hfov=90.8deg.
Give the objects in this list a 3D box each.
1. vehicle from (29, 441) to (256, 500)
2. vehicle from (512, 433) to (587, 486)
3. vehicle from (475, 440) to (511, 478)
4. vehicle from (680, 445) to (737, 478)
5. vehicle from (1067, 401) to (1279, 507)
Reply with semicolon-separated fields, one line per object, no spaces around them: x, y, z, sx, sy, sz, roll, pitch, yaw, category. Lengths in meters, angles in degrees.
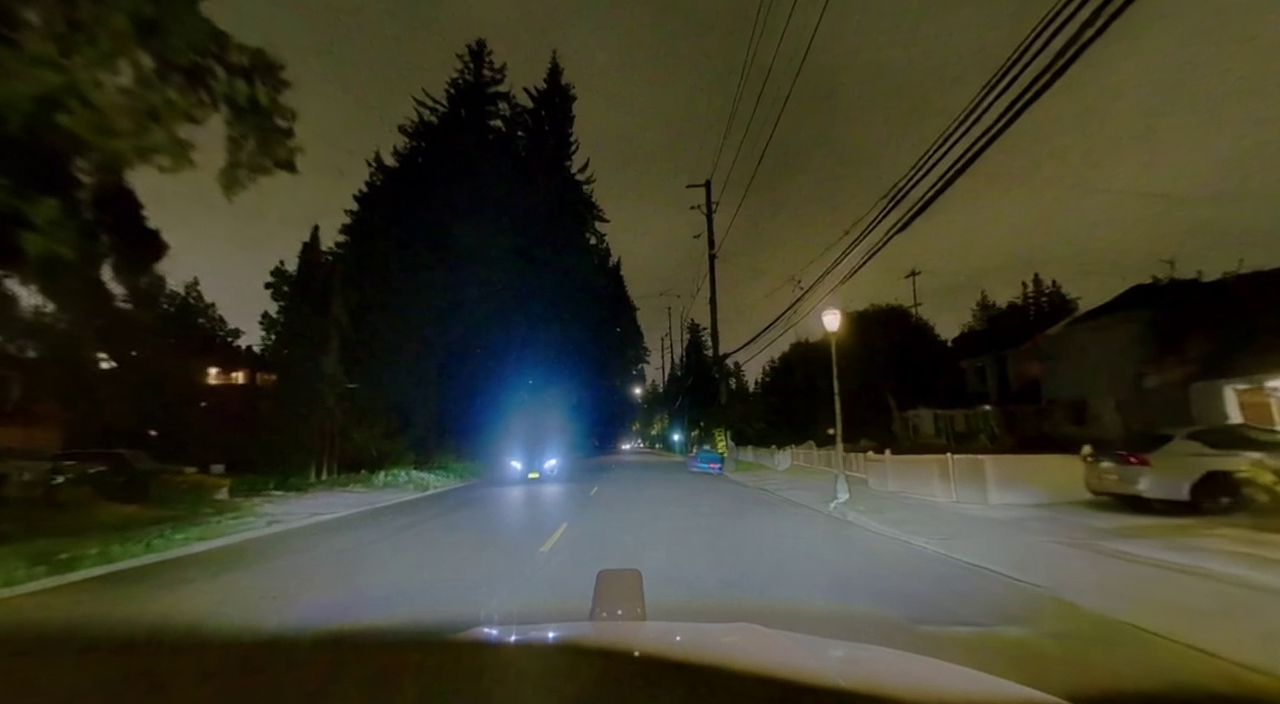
-13.302;3.176;17.136;4.443;1.475;1.932;0;-9;-2;vehicle
-3.367;4.081;24.340;2.032;1.836;4.520;0;-9;2;vehicle
-10.913;7.922;47.308;1.961;2.498;8.179;-1;-8;-9;vehicle
3.208;5.233;30.578;1.944;1.439;4.500;1;-9;-4;vehicle
10.945;1.872;11.739;4.602;1.799;1.859;0;-8;-1;vehicle
